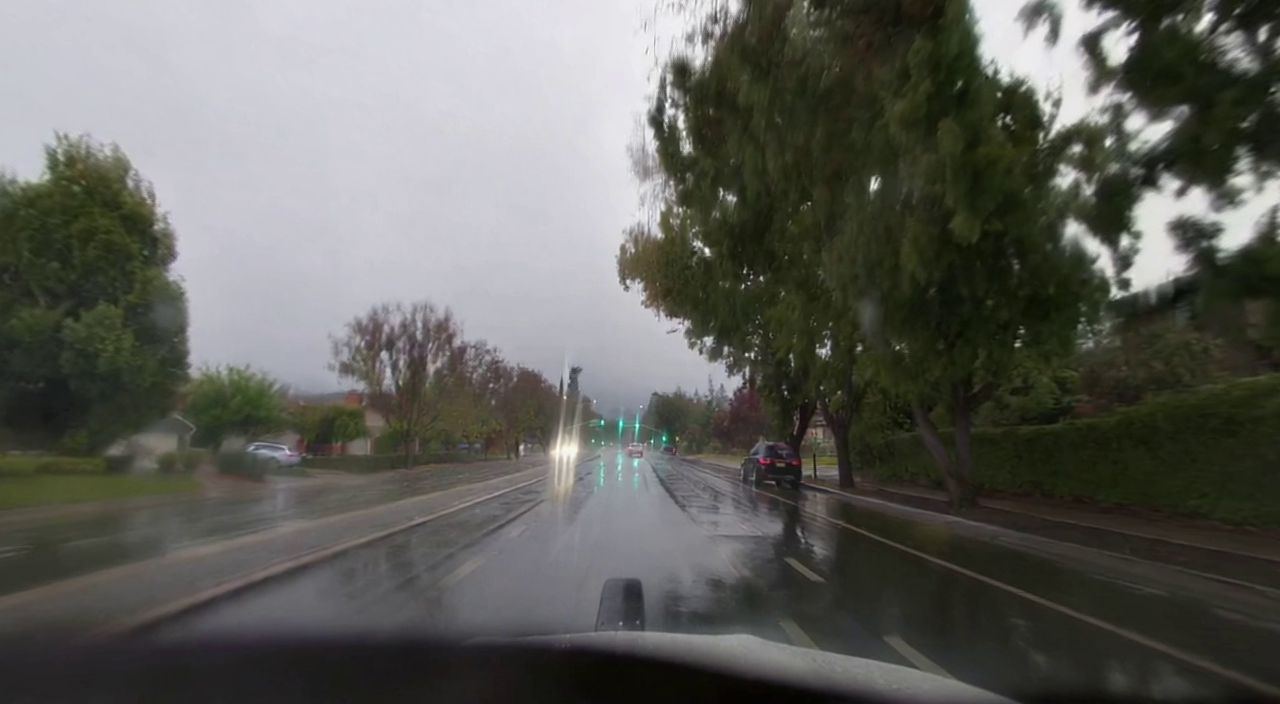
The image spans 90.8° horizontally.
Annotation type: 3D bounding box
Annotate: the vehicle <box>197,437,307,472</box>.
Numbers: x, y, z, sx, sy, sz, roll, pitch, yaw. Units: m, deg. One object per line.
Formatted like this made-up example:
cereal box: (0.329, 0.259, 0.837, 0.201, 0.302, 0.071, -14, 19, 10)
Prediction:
vehicle: (-21.288, 5.627, 34.822, 4.666, 1.677, 1.978, 3, -9, -2)

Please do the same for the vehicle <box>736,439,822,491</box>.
vehicle: (4.810, 3.984, 22.653, 1.967, 1.631, 4.692, 0, -8, -1)
